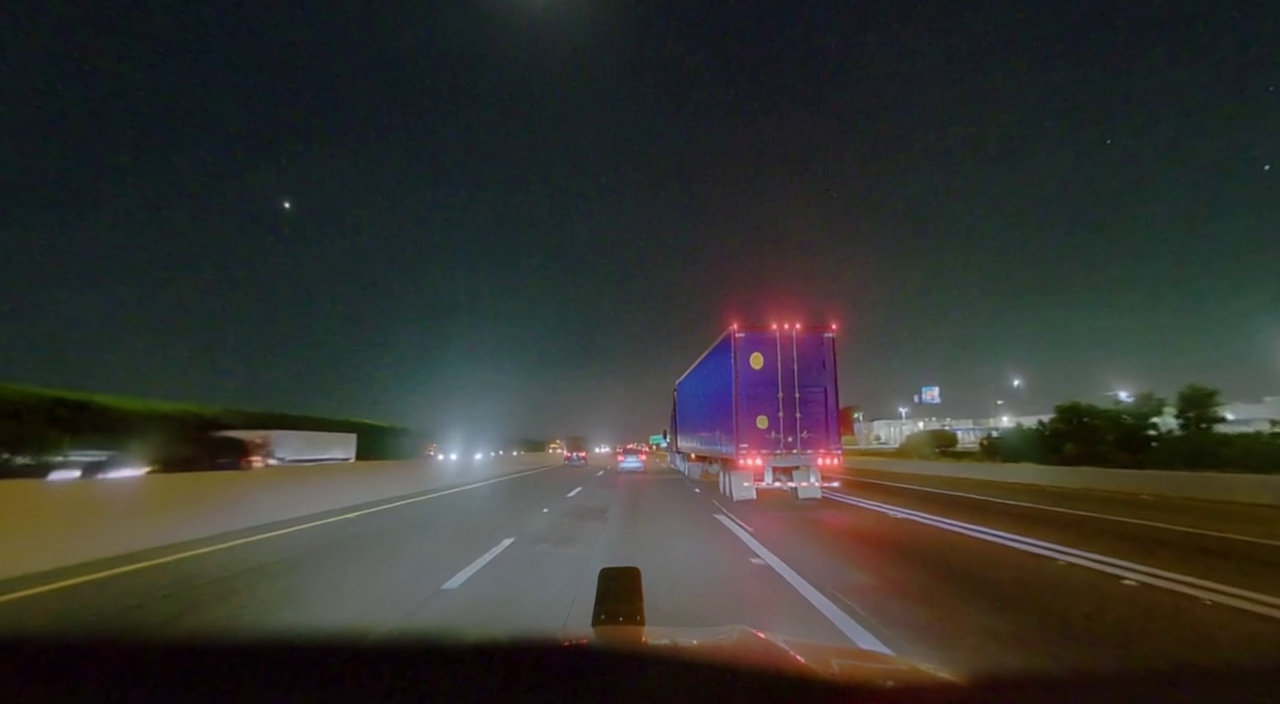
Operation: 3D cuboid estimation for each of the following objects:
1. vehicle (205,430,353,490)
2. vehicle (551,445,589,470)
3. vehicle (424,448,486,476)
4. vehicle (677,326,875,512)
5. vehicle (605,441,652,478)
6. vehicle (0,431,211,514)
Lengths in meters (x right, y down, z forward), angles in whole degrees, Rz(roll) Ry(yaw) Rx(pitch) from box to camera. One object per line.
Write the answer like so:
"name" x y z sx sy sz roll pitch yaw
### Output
"vehicle" -17.287 5.211 30.994 2.773 2.568 7.350 0 -9 1
"vehicle" -4.487 6.834 41.010 1.995 1.491 4.317 0 -9 0
"vehicle" -10.290 6.140 35.444 2.009 1.472 4.305 0 -9 2
"vehicle" 3.464 2.660 22.021 2.996 4.123 15.965 0 -9 -1
"vehicle" -0.538 5.265 31.249 2.191 1.685 4.015 0 -9 0
"vehicle" -14.020 3.072 16.625 1.997 1.856 4.782 0 -9 0
